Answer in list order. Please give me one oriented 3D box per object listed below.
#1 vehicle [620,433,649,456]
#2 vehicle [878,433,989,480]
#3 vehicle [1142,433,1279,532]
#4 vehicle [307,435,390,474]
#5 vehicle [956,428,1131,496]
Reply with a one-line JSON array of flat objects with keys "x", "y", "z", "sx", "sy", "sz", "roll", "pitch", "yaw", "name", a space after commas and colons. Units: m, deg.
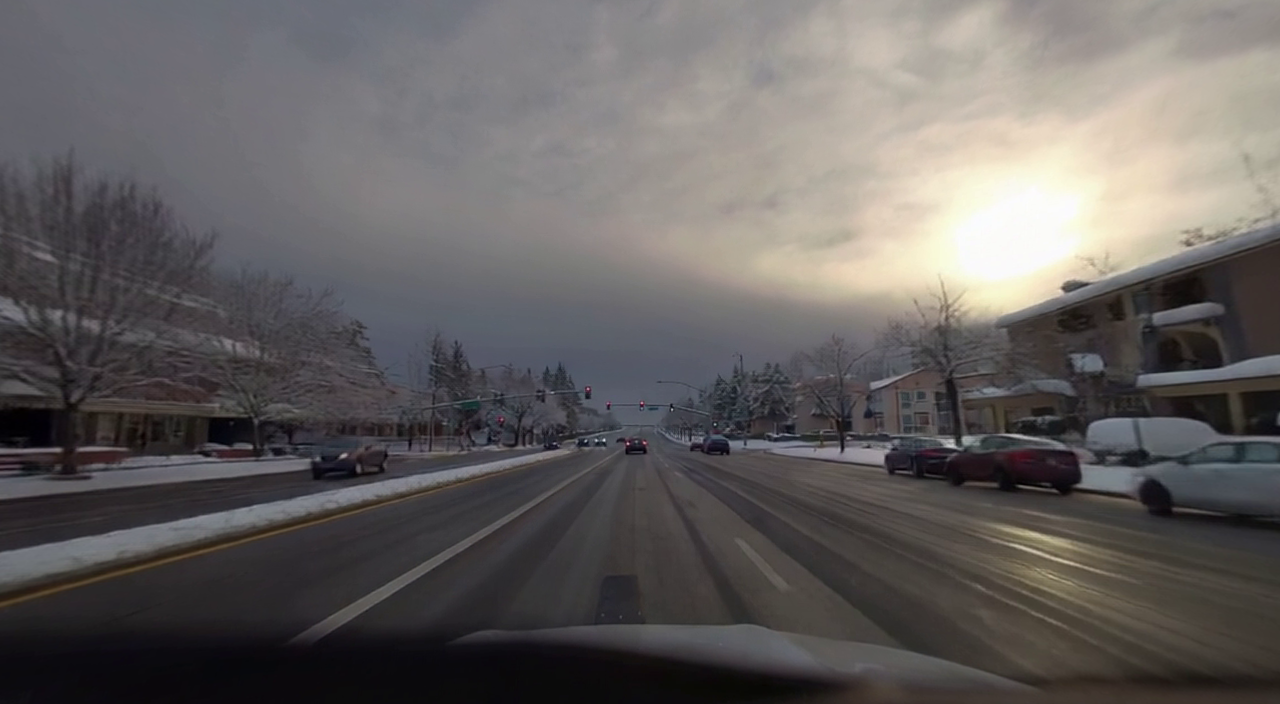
[{"x": -0.403, "y": 6.722, "z": 45.968, "sx": 2.032, "sy": 1.593, "sz": 3.896, "roll": 0, "pitch": -9, "yaw": 0, "name": "vehicle"}, {"x": 10.368, "y": 3.722, "z": 22.740, "sx": 1.948, "sy": 1.489, "sz": 4.276, "roll": 0, "pitch": -9, "yaw": 0, "name": "vehicle"}, {"x": 10.323, "y": 1.948, "z": 9.497, "sx": 1.861, "sy": 1.446, "sz": 4.413, "roll": 0, "pitch": -9, "yaw": -1, "name": "vehicle"}, {"x": -13.789, "y": 4.871, "z": 30.193, "sx": 2.046, "sy": 1.682, "sz": 4.518, "roll": 0, "pitch": -9, "yaw": -4, "name": "vehicle"}, {"x": 10.562, "y": 2.904, "z": 16.978, "sx": 1.905, "sy": 1.597, "sz": 4.040, "roll": 0, "pitch": -9, "yaw": -2, "name": "vehicle"}]
